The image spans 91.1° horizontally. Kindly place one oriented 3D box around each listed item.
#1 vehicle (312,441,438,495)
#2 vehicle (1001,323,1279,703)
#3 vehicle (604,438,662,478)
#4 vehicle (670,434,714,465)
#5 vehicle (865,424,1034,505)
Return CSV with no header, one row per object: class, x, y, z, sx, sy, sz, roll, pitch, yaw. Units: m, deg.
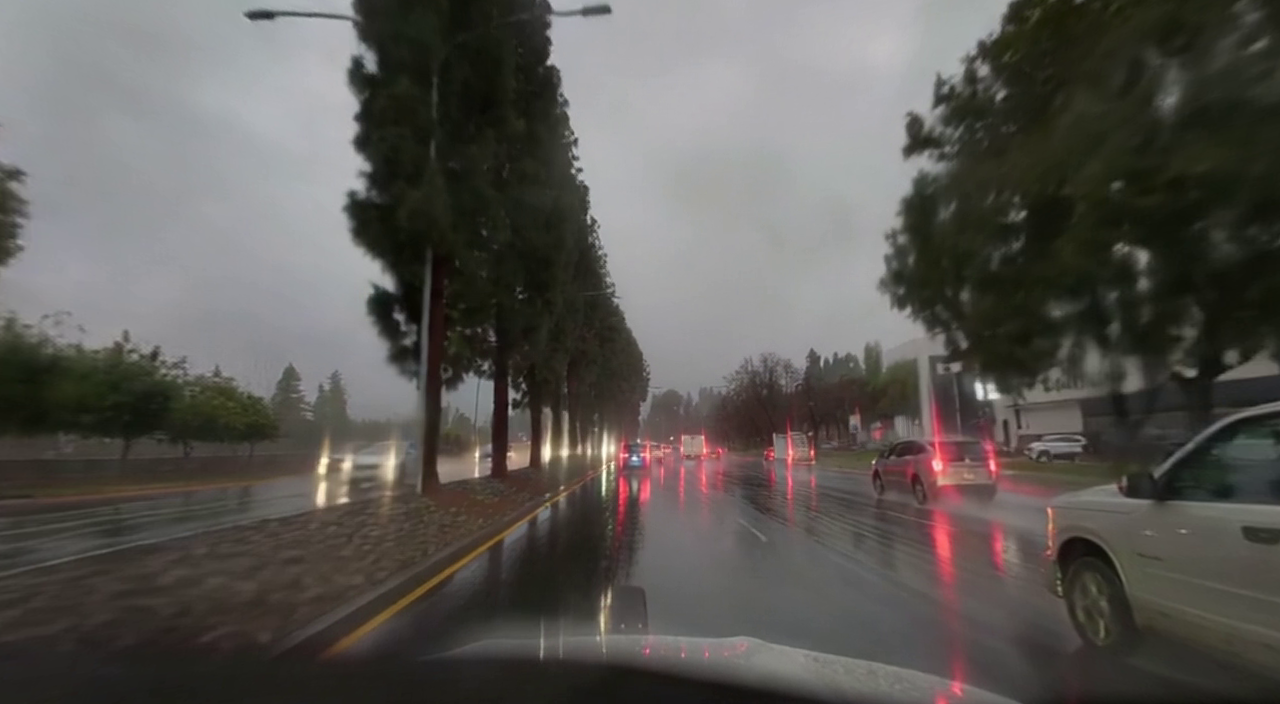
vehicle,-8.698,3.812,21.145,2.082,1.588,4.710,0,-8,1
vehicle,3.495,0.706,1.897,2.090,1.763,4.560,0,-8,0
vehicle,-0.258,4.558,27.191,2.315,1.563,4.080,0,-8,0
vehicle,3.726,7.164,46.257,2.716,2.131,5.766,0,-8,0
vehicle,7.656,2.814,16.159,2.090,1.768,4.407,0,-8,0
